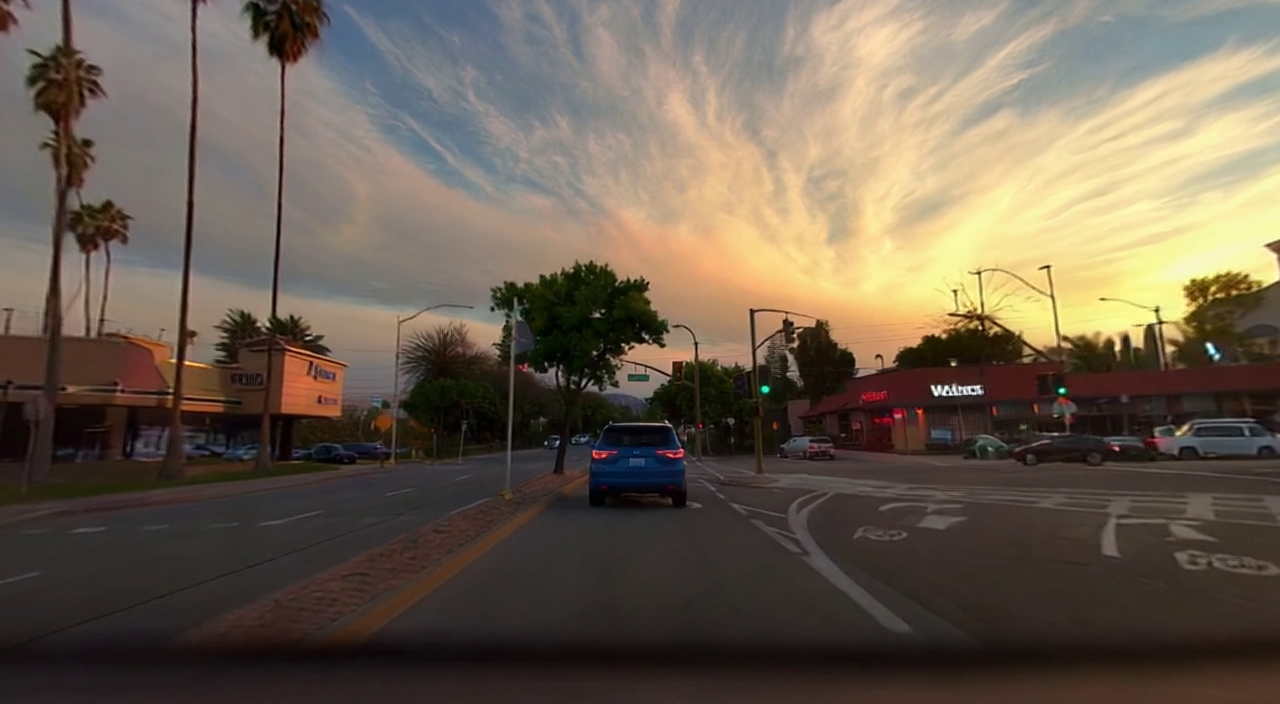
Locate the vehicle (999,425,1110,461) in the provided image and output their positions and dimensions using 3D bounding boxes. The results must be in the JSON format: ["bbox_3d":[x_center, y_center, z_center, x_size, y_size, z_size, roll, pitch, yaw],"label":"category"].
[{"bbox_3d":[21.761,4.813,33.348,4.641,1.778,1.958,-5,-10,32],"label":"vehicle"}]

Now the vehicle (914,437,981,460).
[{"bbox_3d":[20.514,6.416,42.124,3.809,1.435,1.690,-5,-10,31],"label":"vehicle"}]

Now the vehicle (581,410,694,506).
[{"bbox_3d":[-0.035,2.499,15.206,2.263,1.932,4.709,0,-8,0],"label":"vehicle"}]

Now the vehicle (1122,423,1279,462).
[{"bbox_3d":[28.816,4.714,32.761,5.809,1.839,1.957,-6,-10,34],"label":"vehicle"}]

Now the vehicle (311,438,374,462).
[{"bbox_3d":[-22.247,7.295,47.147,4.790,1.687,1.969,-6,-10,33],"label":"vehicle"}]

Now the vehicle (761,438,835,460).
[{"bbox_3d":[11.069,6.778,44.380,4.665,1.467,1.833,-6,-10,34],"label":"vehicle"}]
